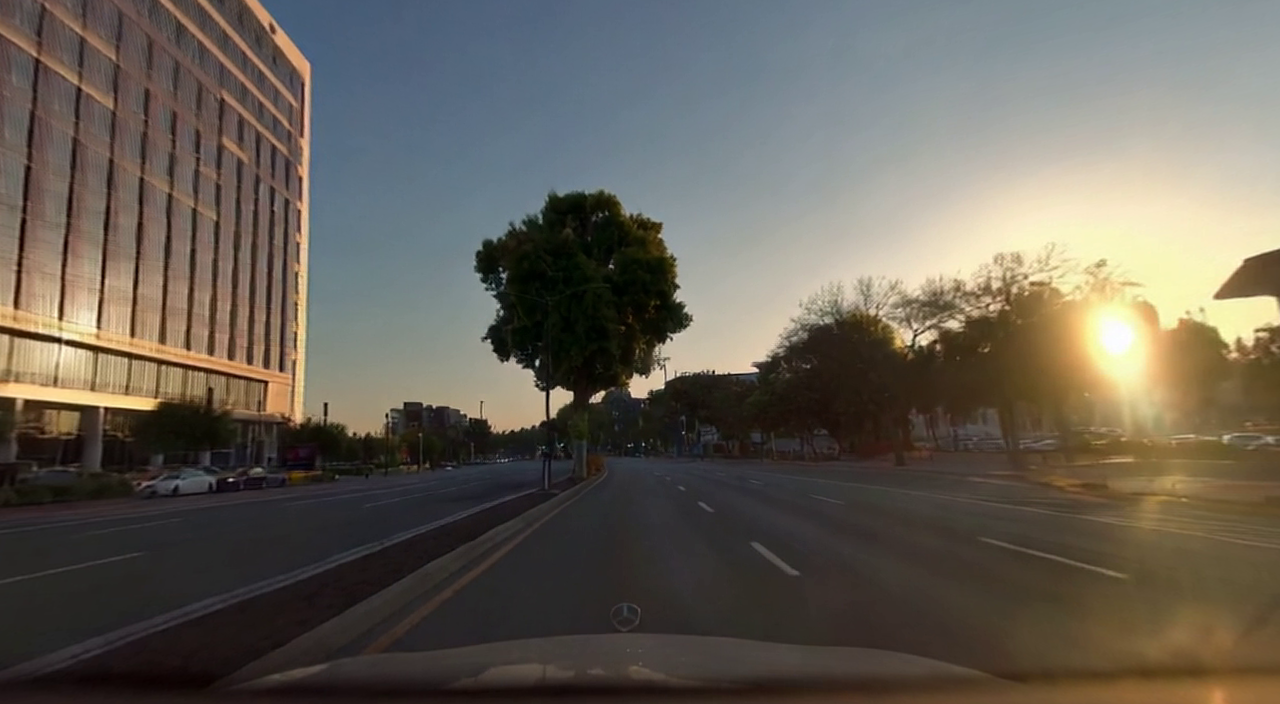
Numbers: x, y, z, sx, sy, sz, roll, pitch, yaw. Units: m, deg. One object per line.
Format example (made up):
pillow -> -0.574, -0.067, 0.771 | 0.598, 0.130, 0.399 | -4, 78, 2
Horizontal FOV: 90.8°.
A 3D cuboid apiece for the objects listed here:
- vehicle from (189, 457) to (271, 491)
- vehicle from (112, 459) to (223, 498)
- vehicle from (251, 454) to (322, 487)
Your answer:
vehicle -> -25.811, 7.682, 40.056 | 2.136, 1.843, 5.019 | 0, -8, -5
vehicle -> -25.416, 6.787, 34.294 | 2.099, 1.814, 5.092 | 0, -8, -1
vehicle -> -25.789, 8.602, 46.307 | 2.291, 2.040, 5.186 | -3, -8, -1
